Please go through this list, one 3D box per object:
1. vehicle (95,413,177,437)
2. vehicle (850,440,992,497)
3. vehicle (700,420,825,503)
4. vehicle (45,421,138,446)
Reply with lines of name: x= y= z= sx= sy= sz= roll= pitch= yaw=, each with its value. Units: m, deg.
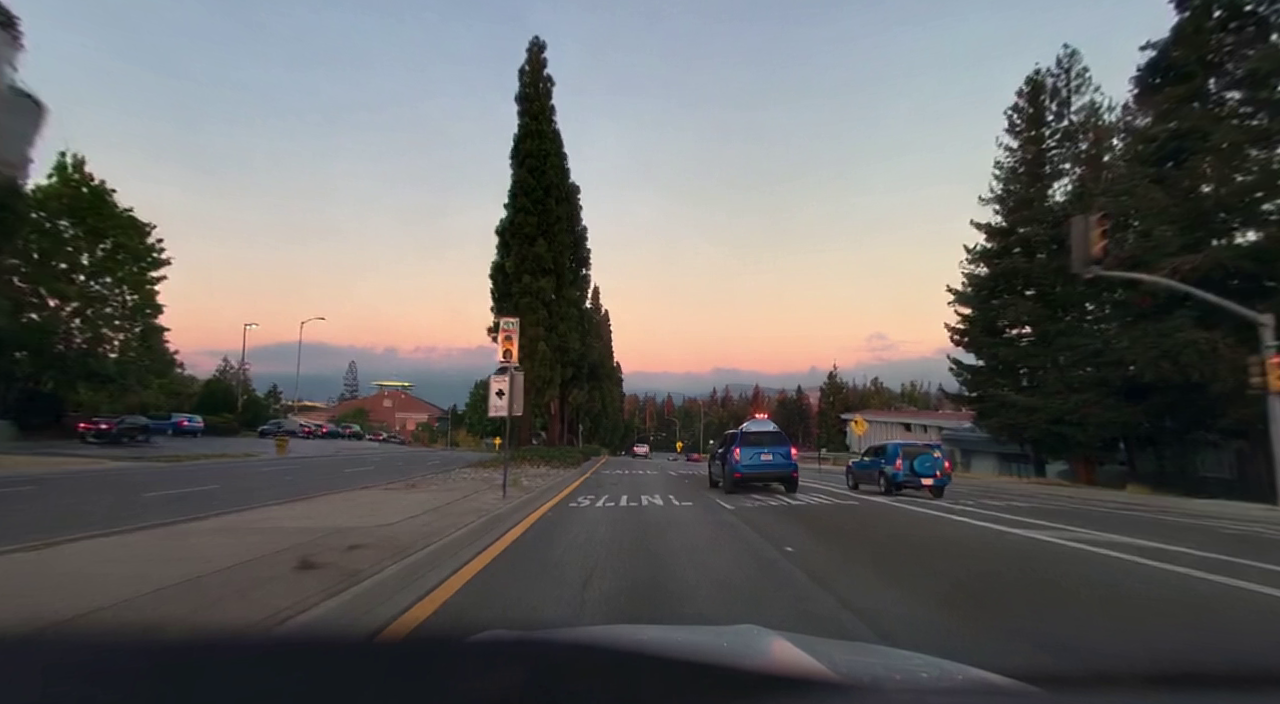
vehicle: x=-32.432 y=4.725 z=40.642 sx=3.607 sy=1.431 sz=1.906 roll=0 pitch=-11 yaw=3
vehicle: x=8.093 y=3.366 z=18.693 sx=1.966 sy=1.476 sz=4.270 roll=0 pitch=-8 yaw=-5
vehicle: x=2.815 y=2.657 z=15.630 sx=2.045 sy=1.729 sz=4.532 roll=0 pitch=-8 yaw=-2
vehicle: x=-32.040 y=4.784 z=36.903 sx=3.789 sy=1.409 sz=1.727 roll=0 pitch=-9 yaw=1
